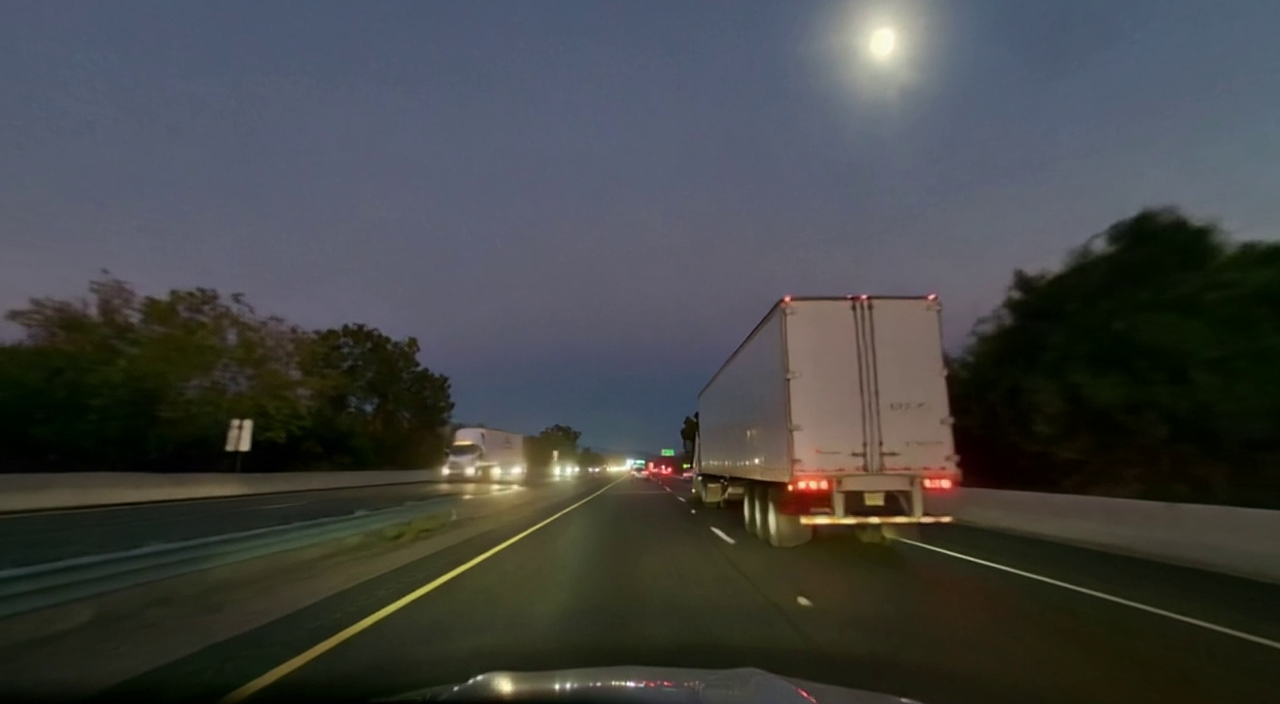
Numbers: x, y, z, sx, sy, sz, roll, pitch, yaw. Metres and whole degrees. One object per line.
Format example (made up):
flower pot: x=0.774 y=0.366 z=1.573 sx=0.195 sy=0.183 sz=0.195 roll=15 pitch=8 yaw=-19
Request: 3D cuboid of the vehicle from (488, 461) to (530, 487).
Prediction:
vehicle: x=-9.307 y=8.688 z=45.053 sx=1.996 sy=1.740 sz=4.245 roll=1 pitch=-10 yaw=0

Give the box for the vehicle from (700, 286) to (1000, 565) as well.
vehicle: x=3.699 y=2.288 z=16.276 sx=2.863 sy=4.088 sz=14.040 roll=1 pitch=-10 yaw=0
